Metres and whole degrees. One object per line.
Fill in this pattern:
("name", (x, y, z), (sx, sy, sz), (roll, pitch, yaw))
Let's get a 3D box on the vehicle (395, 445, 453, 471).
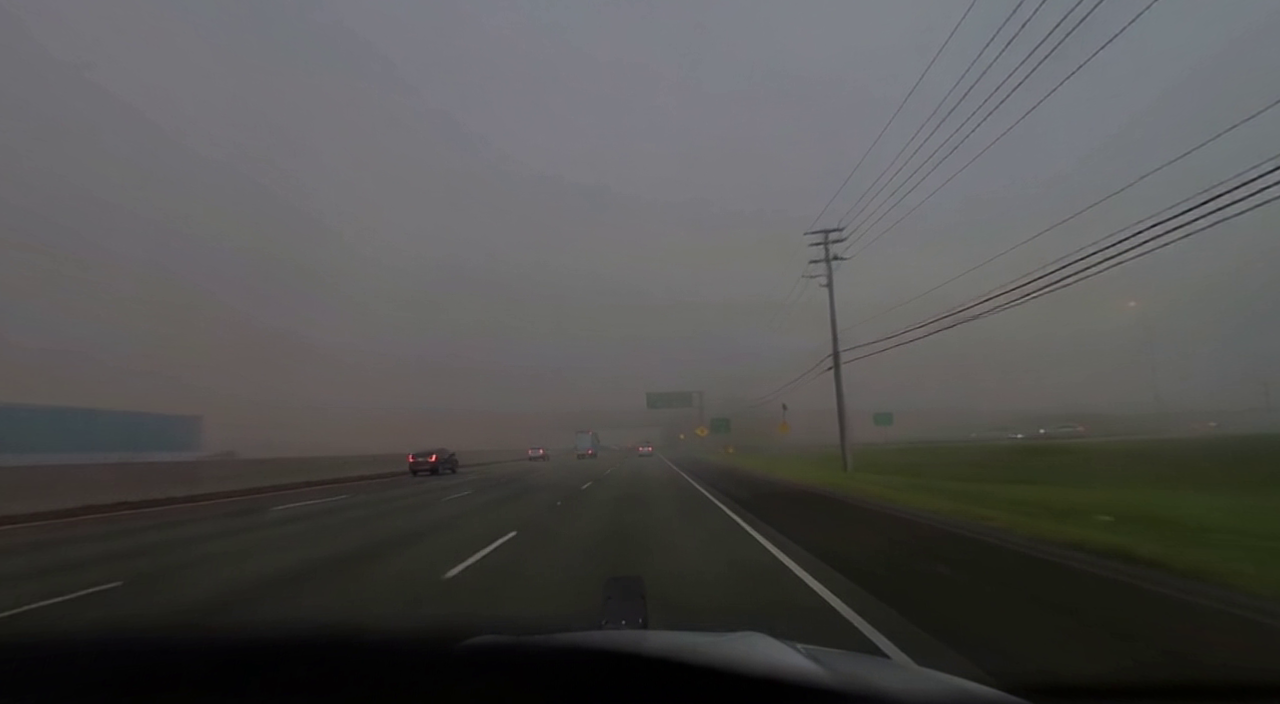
("vehicle", (-13.683, 6.719, 40.231), (1.988, 1.477, 4.442), (0, -8, 1))
